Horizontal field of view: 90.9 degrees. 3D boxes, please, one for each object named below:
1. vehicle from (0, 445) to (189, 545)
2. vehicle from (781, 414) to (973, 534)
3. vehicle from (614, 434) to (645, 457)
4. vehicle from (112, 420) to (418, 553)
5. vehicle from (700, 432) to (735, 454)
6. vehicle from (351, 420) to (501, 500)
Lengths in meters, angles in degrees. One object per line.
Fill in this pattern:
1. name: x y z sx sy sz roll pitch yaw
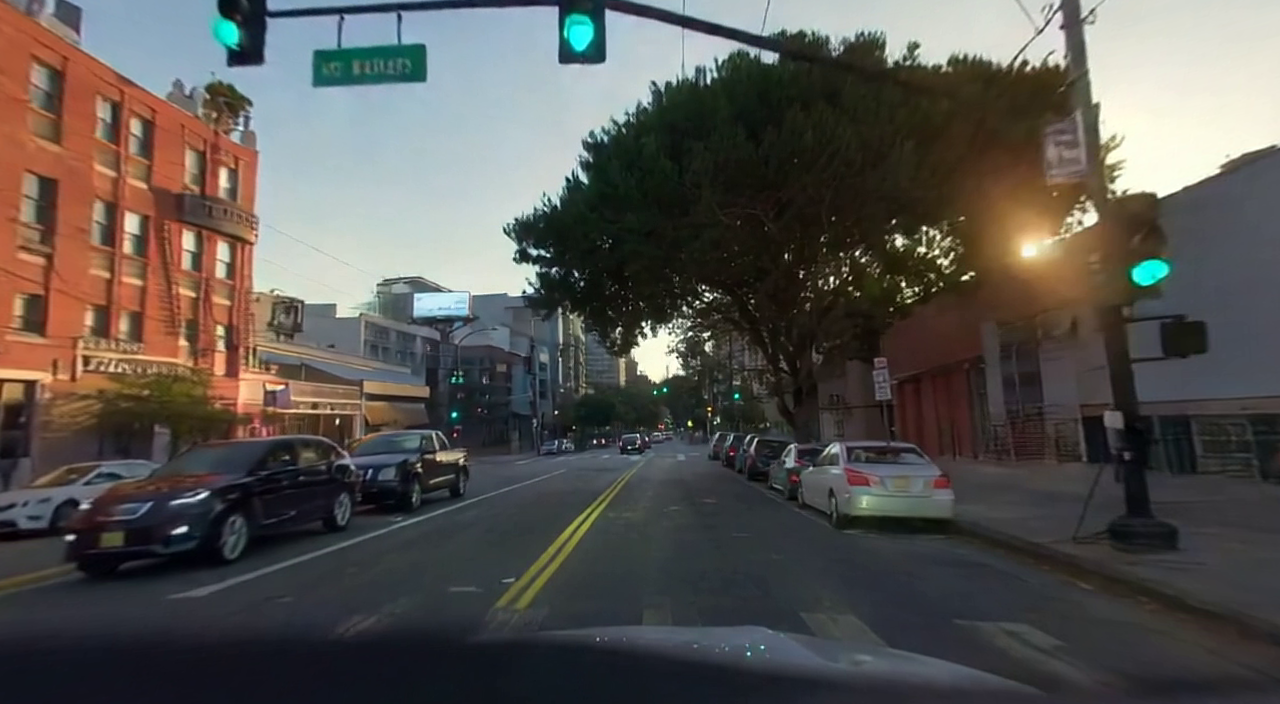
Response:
1. vehicle: -11.405 2.661 12.430 1.933 1.628 3.973 -1 -8 2
2. vehicle: 3.978 2.115 11.417 1.924 1.765 3.954 0 -8 0
3. vehicle: -0.700 6.706 45.187 1.973 1.496 3.713 -1 -8 2
4. vehicle: -5.255 1.928 9.729 1.942 1.559 4.298 -1 -8 2
5. vehicle: 5.817 6.861 47.906 2.155 1.458 5.178 1 -7 1
6. vehicle: -5.289 2.757 16.479 1.958 1.731 5.051 -1 -8 2
